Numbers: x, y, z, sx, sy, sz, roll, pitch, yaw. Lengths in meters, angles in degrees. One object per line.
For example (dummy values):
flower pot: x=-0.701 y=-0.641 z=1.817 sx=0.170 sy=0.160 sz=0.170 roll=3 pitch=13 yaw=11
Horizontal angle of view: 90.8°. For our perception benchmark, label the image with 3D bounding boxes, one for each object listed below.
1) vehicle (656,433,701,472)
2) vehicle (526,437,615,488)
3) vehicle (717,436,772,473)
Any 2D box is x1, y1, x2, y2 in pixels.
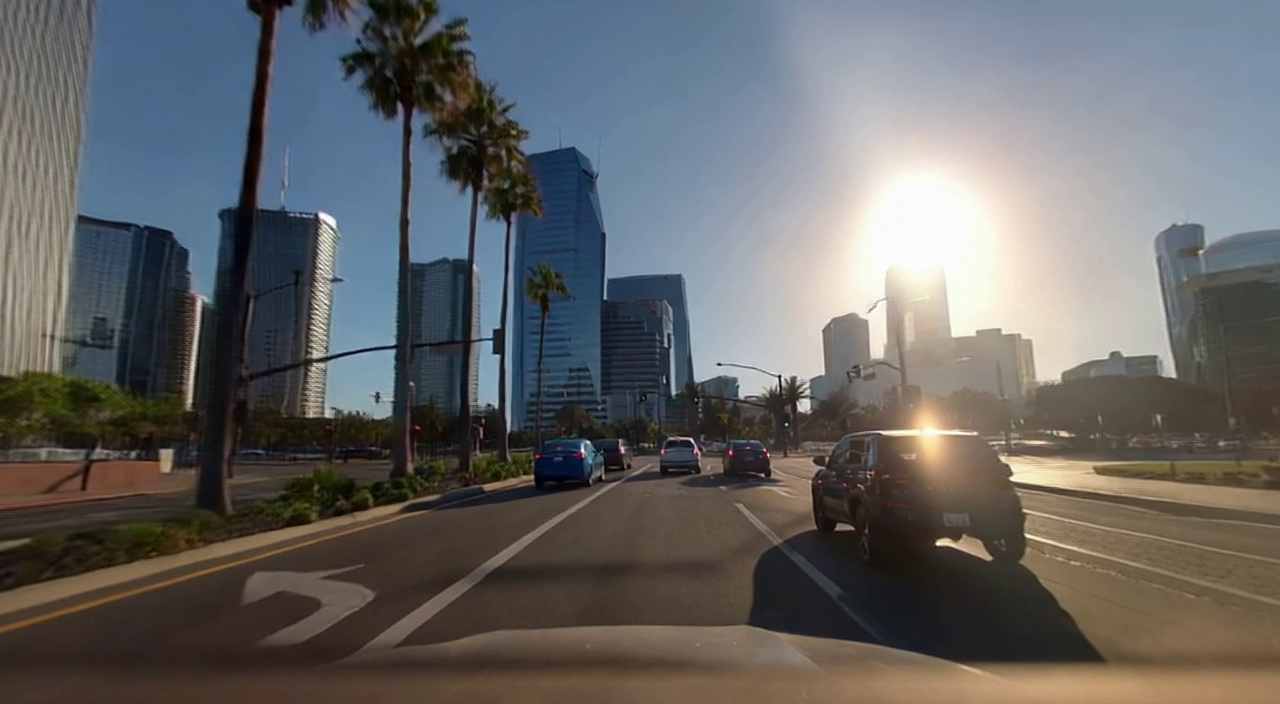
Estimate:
vehicle: x=1.901 y=4.906 z=30.981 sx=2.060 sy=1.730 sz=4.257 roll=-1 pitch=-8 yaw=4
vehicle: x=-2.129 y=3.575 z=20.781 sx=1.962 sy=1.480 sz=4.605 roll=-1 pitch=-9 yaw=6
vehicle: x=4.734 y=4.708 z=29.200 sx=1.936 sy=1.567 sz=3.896 roll=0 pitch=-9 yaw=1
